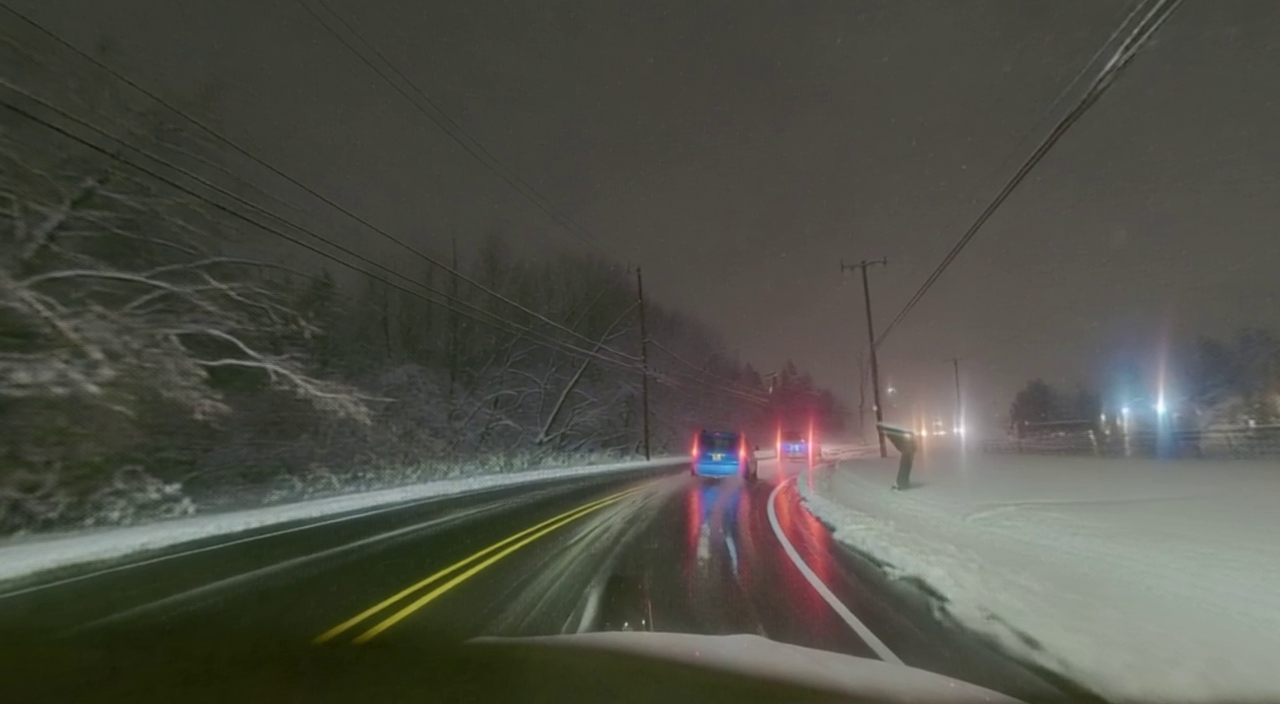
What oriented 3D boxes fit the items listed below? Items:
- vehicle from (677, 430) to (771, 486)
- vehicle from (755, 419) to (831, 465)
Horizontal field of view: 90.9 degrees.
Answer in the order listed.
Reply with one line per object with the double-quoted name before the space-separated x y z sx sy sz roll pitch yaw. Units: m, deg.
"vehicle" 2.770 3.308 19.912 2.157 1.565 4.243 -3 -9 18
"vehicle" 8.052 4.701 32.729 2.376 2.145 5.953 -4 -10 27
